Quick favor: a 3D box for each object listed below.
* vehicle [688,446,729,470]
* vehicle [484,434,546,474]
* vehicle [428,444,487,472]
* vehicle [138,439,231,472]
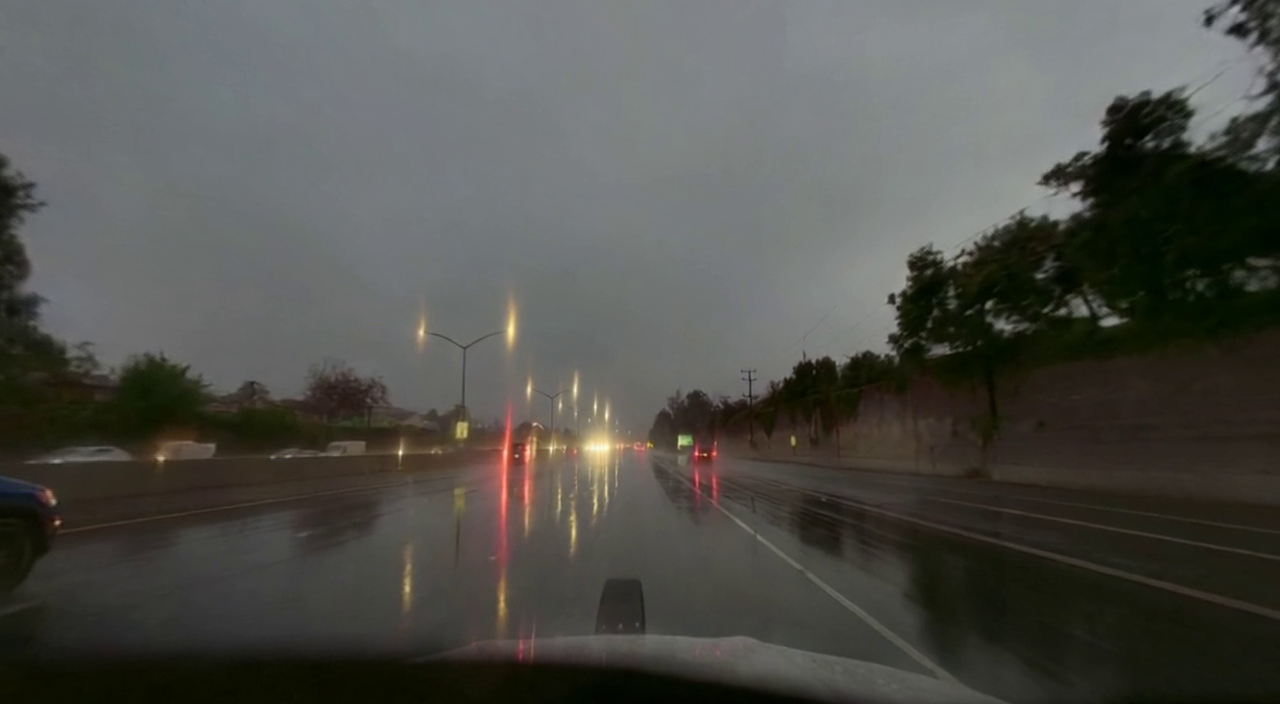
[{"bbox_3d":[4.576,7.132,42.684,2.251,1.520,4.550,1,-9,-1],"label":"vehicle"},{"bbox_3d":[-6.518,5.419,33.497,2.255,1.934,4.868,1,-9,0],"label":"vehicle"},{"bbox_3d":[-10.333,6.050,36.064,2.042,1.485,4.395,0,-9,0],"label":"vehicle"},{"bbox_3d":[-29.512,6.712,41.016,2.345,1.950,4.914,1,-9,-1],"label":"vehicle"}]
